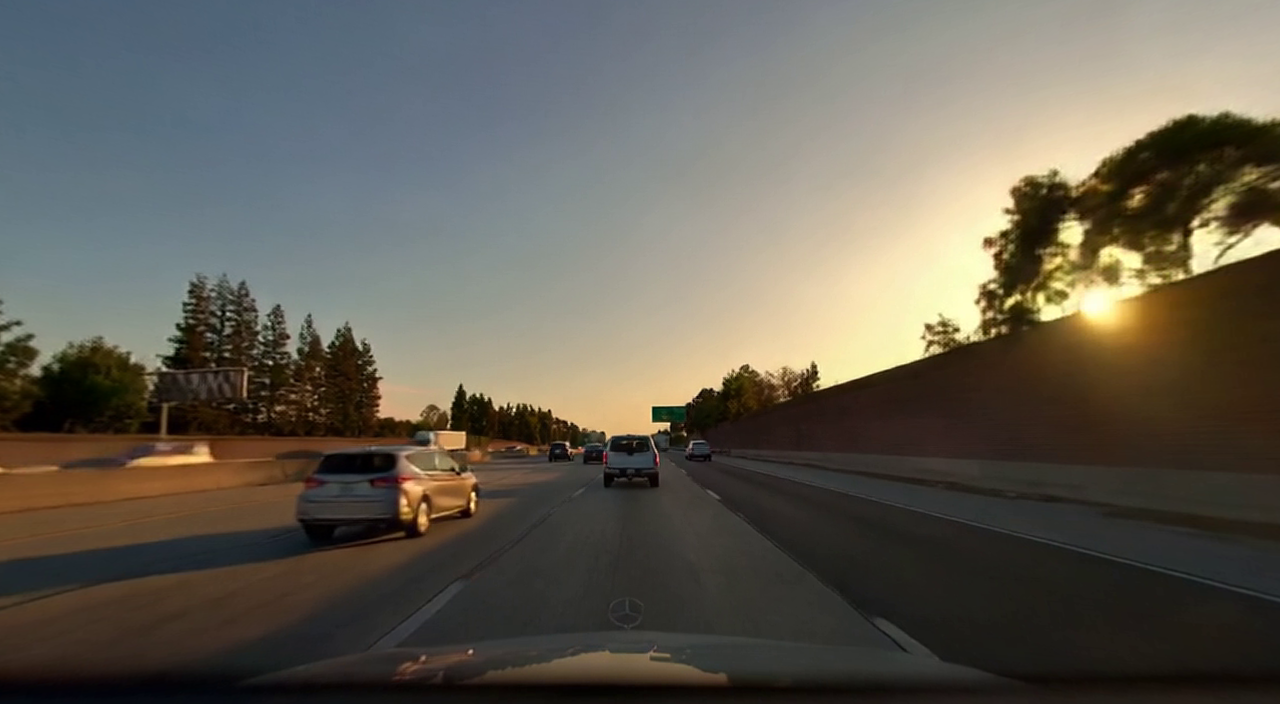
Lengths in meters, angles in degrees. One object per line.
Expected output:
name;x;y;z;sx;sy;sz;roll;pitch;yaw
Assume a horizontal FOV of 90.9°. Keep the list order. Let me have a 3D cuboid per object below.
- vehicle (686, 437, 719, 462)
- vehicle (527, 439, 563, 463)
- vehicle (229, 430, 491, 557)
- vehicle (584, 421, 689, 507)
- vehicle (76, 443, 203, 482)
vehicle;4.744;7.538;48.674;2.017;1.847;4.299;0;-9;-1
vehicle;-7.136;7.515;47.788;2.024;1.706;4.249;0;-9;1
vehicle;-3.738;1.955;9.421;1.967;1.442;4.143;0;-9;1
vehicle;-0.078;2.707;15.630;2.233;1.804;4.273;0;-9;0
vehicle;-21.198;4.673;26.994;1.860;1.503;4.271;0;-9;1
